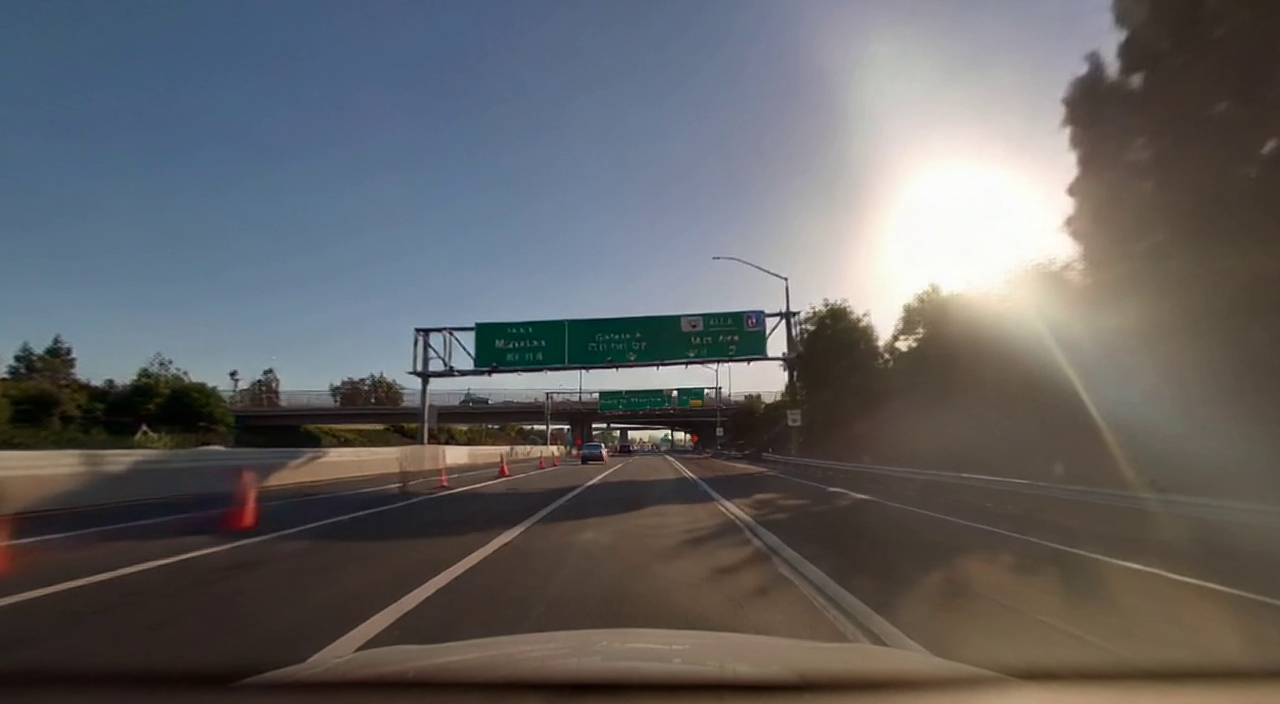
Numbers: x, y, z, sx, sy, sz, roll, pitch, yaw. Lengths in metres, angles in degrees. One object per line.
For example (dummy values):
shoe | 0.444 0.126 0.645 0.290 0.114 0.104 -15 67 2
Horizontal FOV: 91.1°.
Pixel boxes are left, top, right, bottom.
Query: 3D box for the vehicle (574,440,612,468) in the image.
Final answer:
vehicle | -2.937 6.497 40.129 2.078 1.629 4.059 0 -9 1

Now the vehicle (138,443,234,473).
vehicle | -26.654 6.228 37.073 1.980 1.627 4.751 0 -9 2
